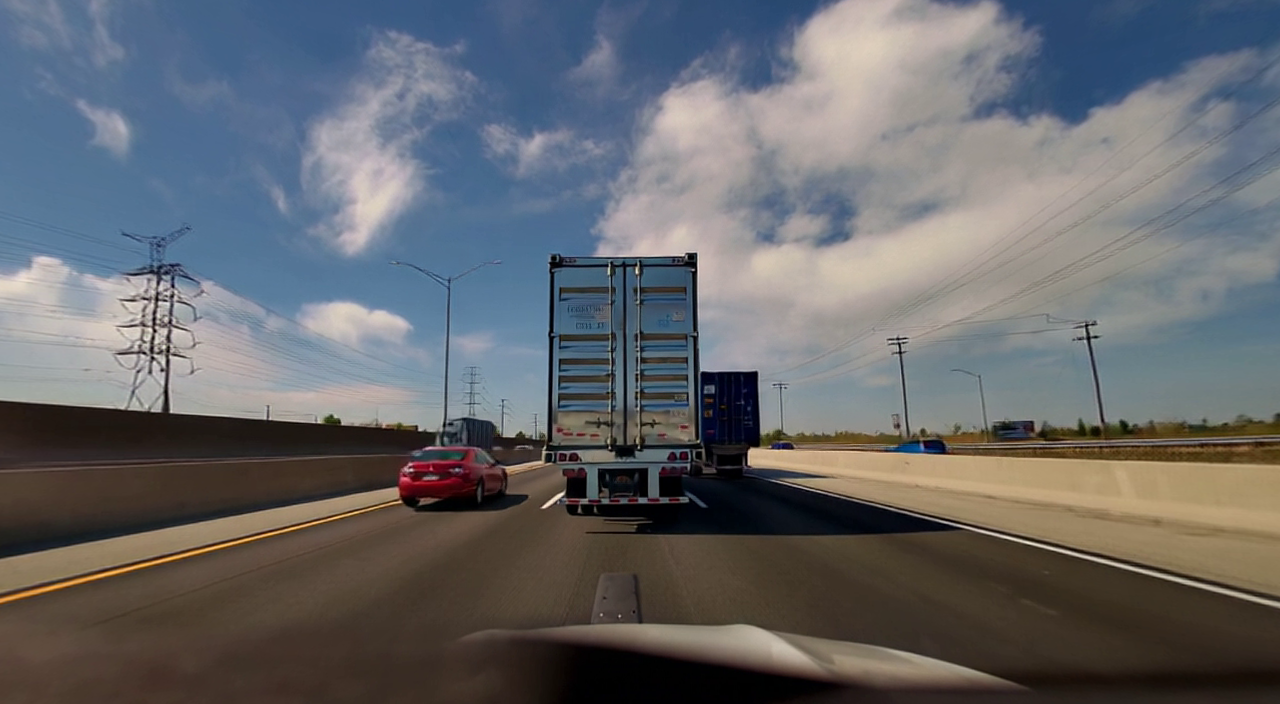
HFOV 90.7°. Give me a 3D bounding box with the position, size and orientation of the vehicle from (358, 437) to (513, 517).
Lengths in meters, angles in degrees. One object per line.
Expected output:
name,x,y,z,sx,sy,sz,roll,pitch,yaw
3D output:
vehicle,-4.322,2.710,14.280,1.993,1.475,4.540,0,-9,0

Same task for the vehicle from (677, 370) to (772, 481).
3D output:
vehicle,3.397,3.441,28.432,2.846,4.053,10.304,-1,-9,0

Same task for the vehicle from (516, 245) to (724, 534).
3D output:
vehicle,-0.325,1.356,14.911,2.841,4.071,12.046,0,-9,0

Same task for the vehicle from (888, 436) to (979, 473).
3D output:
vehicle,13.412,4.709,29.276,2.020,1.546,4.336,0,-9,-2
